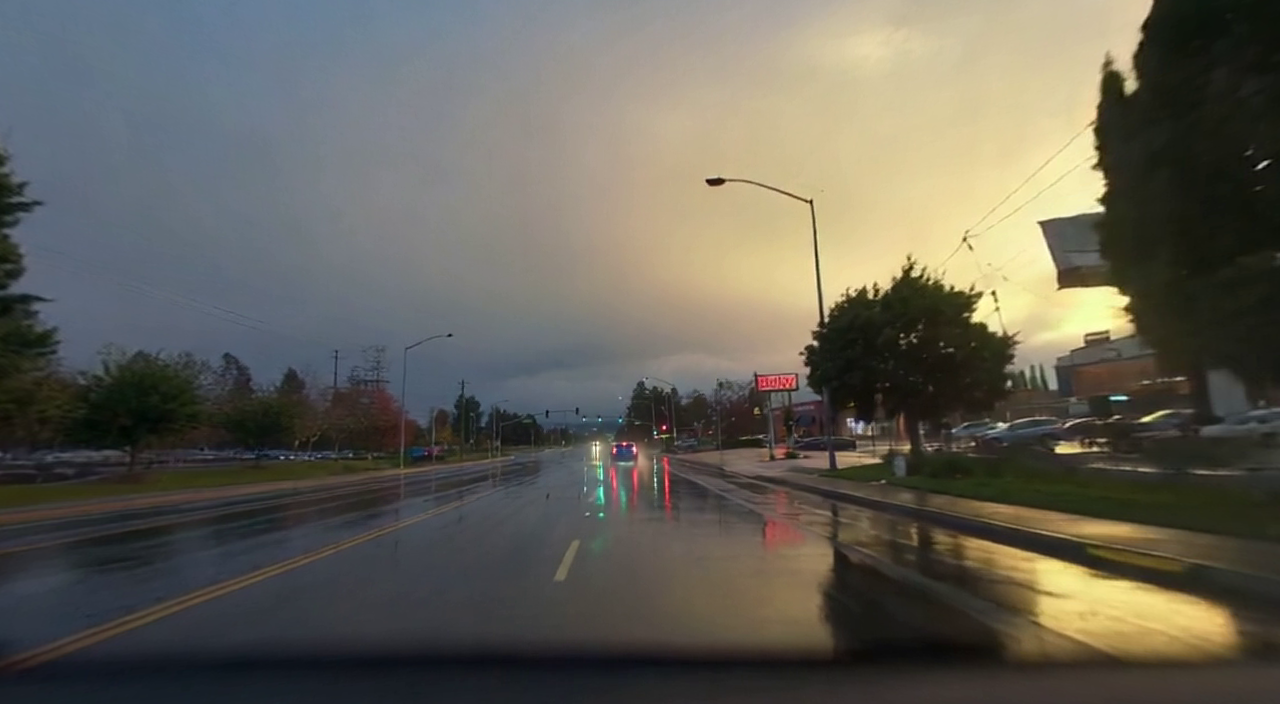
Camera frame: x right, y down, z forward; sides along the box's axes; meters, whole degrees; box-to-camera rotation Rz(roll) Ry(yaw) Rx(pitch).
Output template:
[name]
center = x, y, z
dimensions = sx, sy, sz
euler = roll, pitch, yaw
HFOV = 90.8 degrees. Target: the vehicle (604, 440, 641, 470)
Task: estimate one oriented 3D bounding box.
[vehicle]
center = -1.013, 6.012, 37.117
dimensions = 2.024, 1.628, 4.774
euler = 0, -8, -1
